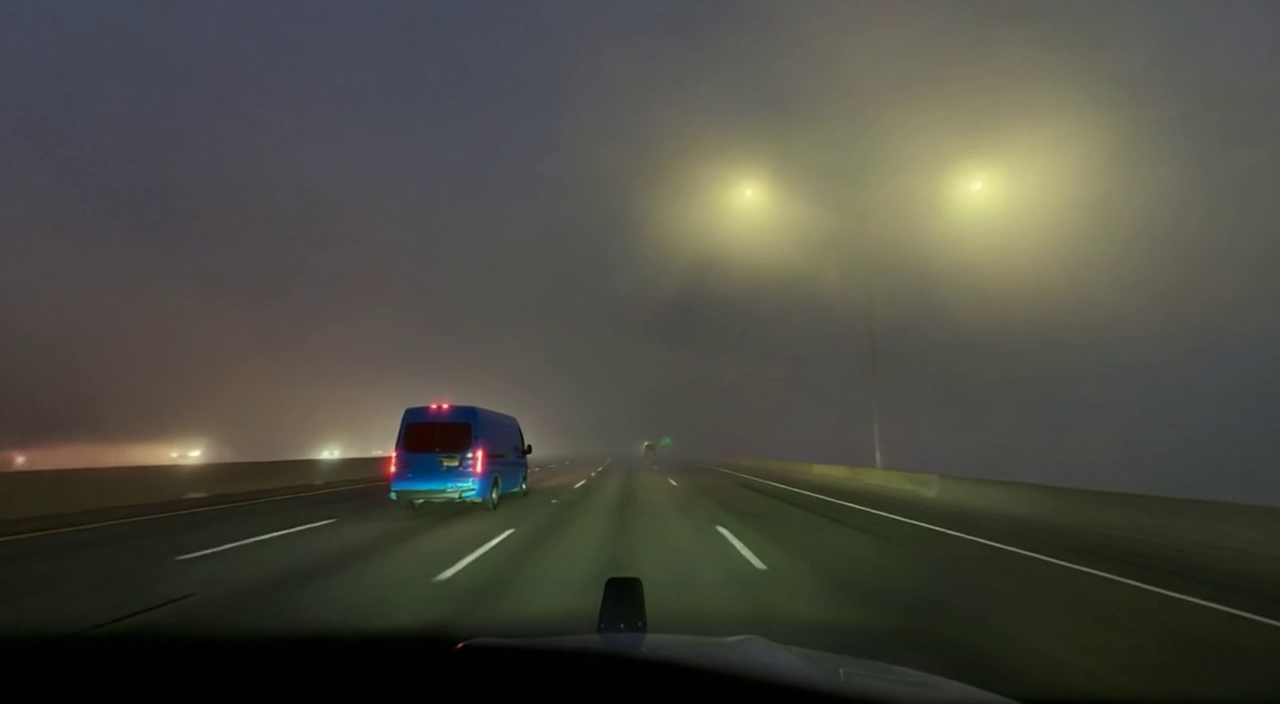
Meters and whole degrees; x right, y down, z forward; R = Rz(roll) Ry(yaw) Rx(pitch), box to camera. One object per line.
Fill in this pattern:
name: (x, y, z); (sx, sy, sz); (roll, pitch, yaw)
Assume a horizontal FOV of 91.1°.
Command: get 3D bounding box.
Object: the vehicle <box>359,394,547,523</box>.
vehicle: (-3.669, 2.258, 13.742); (2.372, 2.248, 5.393); (0, -9, 1)
